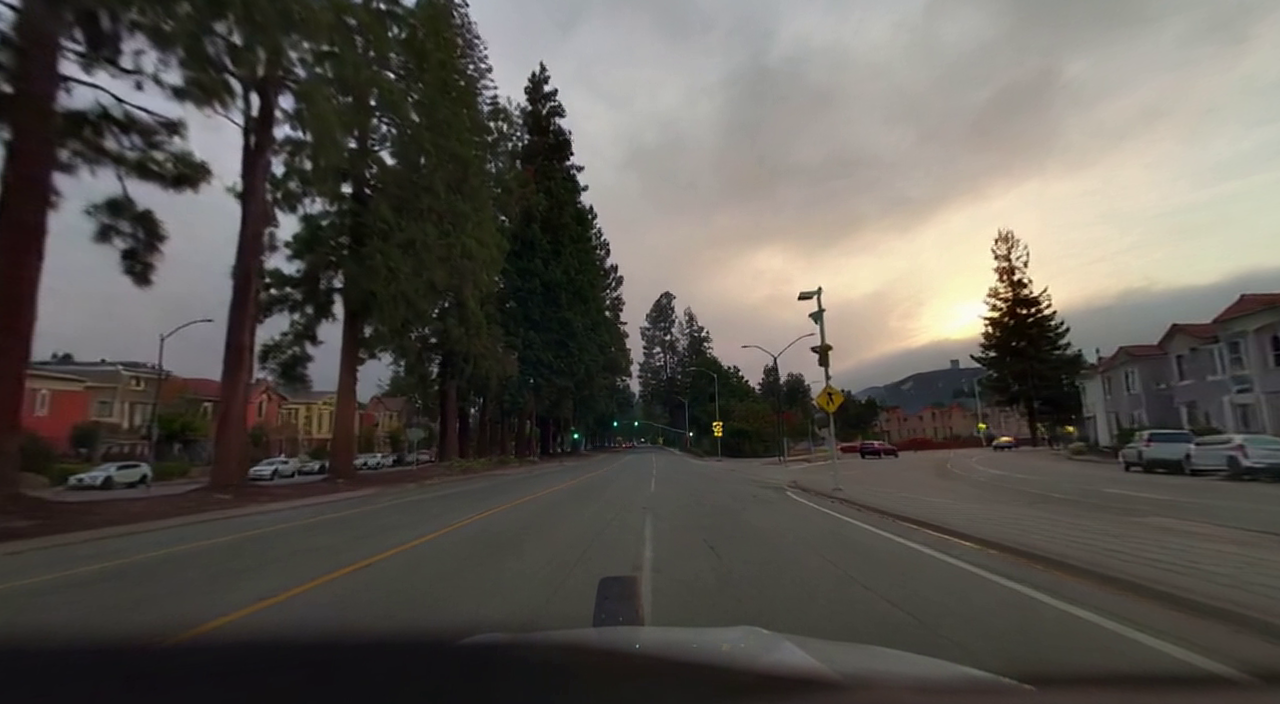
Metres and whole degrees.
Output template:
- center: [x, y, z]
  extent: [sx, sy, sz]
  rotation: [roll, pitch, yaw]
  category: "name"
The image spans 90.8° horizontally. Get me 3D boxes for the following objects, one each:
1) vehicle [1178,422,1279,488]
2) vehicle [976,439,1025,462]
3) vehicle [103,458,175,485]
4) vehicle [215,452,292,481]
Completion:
- center: [19.142, 3.149, 19.489]
  extent: [1.992, 1.795, 4.849]
  rotation: [-3, -9, 17]
  category: "vehicle"
- center: [25.705, 6.996, 44.937]
  extent: [1.859, 1.528, 4.455]
  rotation: [-8, -12, 43]
  category: "vehicle"
- center: [-31.912, 7.597, 40.367]
  extent: [1.673, 1.495, 3.659]
  rotation: [0, -7, -2]
  category: "vehicle"
- center: [-26.193, 7.748, 43.073]
  extent: [2.037, 1.762, 4.834]
  rotation: [0, -8, 2]
  category: "vehicle"
